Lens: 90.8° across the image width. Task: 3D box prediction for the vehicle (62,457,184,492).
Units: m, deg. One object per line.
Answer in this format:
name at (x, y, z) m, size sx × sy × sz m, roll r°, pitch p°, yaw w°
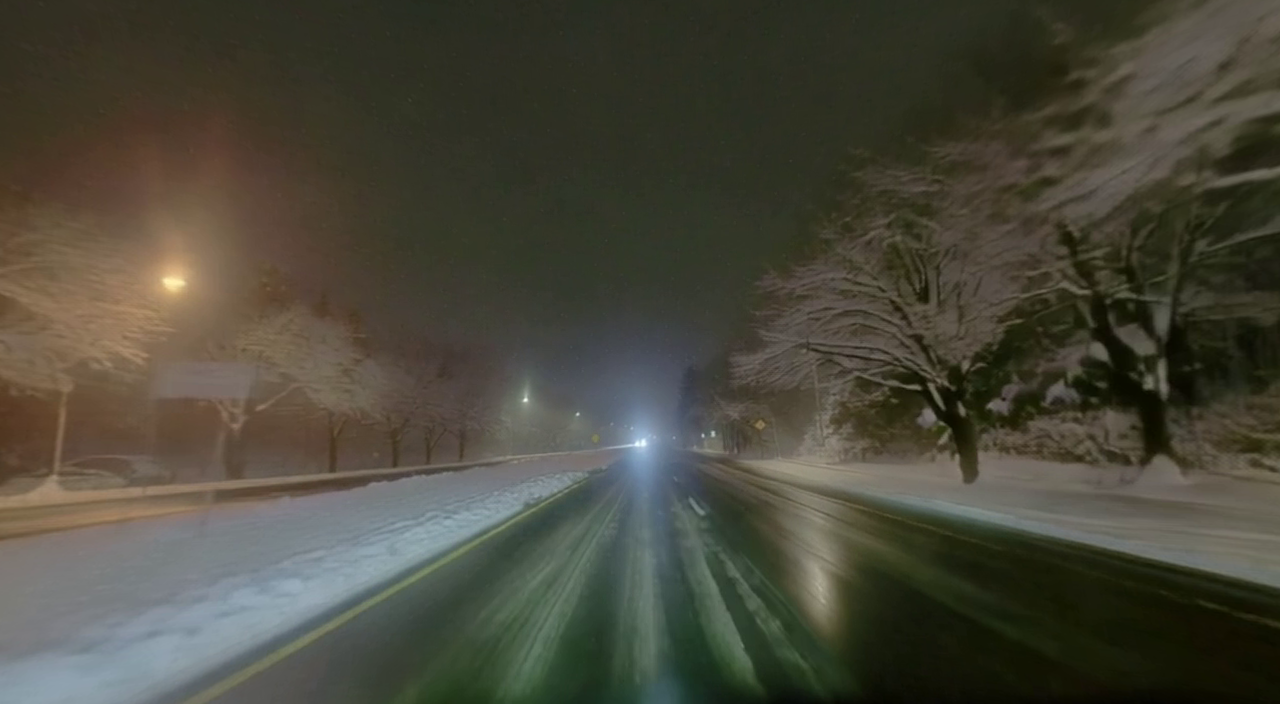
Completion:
vehicle at (-32.169, 7.591, 39.406) m, size 5.647 × 2.071 × 2.194 m, roll 0°, pitch -9°, yaw 2°
